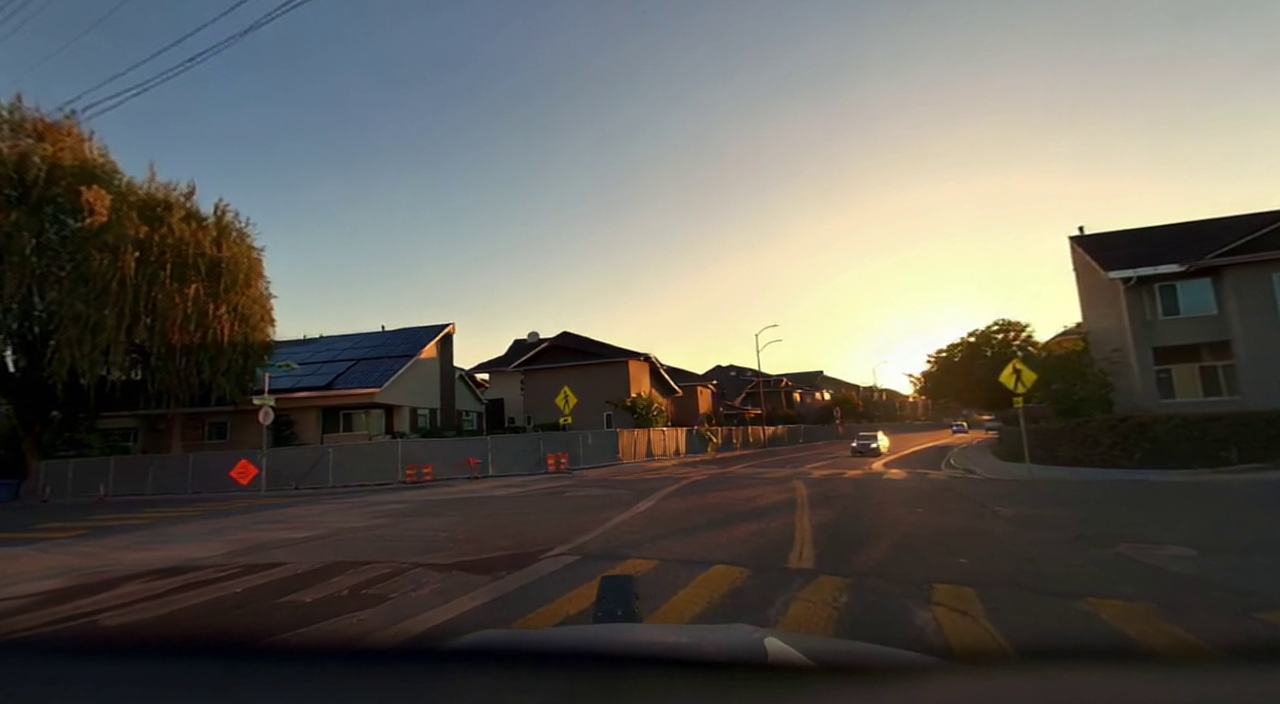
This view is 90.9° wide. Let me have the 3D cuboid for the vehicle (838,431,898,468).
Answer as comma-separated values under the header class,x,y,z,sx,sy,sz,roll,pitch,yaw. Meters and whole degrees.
class,x,y,z,sx,sy,sz,roll,pitch,yaw
vehicle,9.771,4.102,26.795,1.966,1.455,4.075,-4,-8,24
